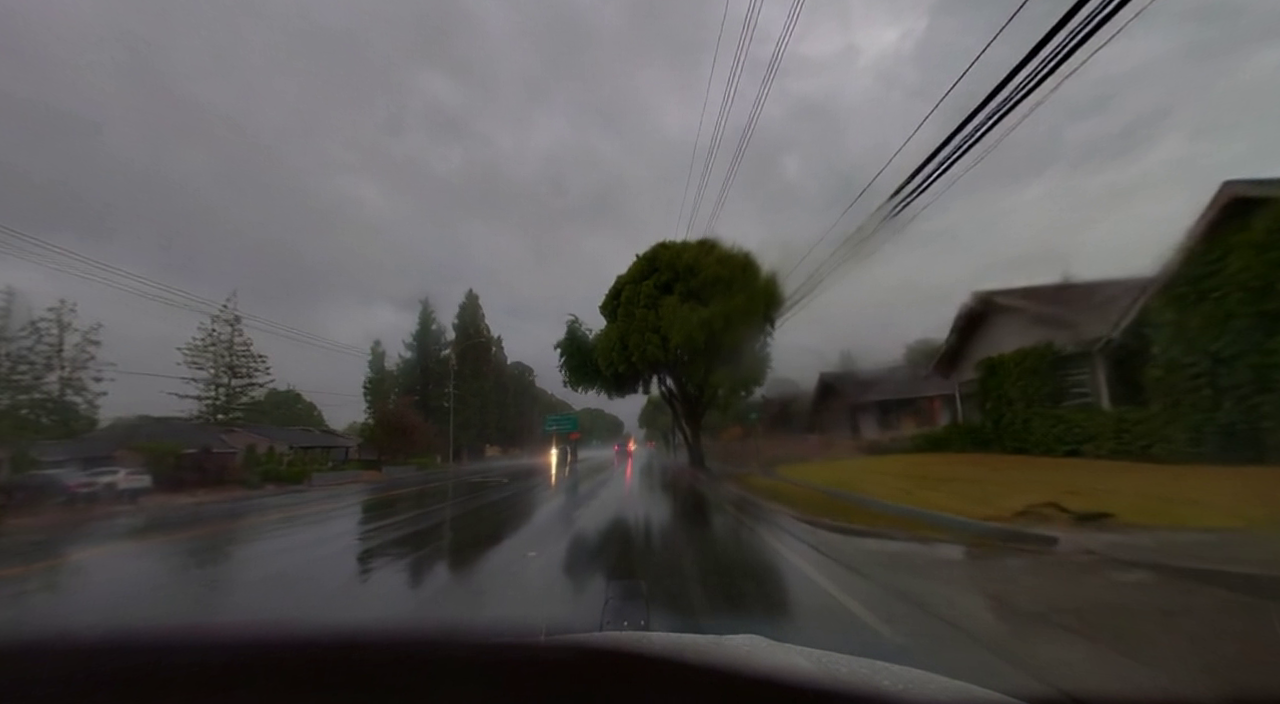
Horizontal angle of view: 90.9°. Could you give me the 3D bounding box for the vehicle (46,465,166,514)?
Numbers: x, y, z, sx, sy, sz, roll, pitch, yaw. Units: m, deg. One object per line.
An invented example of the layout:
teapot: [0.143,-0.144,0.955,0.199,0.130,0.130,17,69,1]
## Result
vehicle: [-22.391,5.719,26.706,1.891,1.703,4.976,3,-9,-16]

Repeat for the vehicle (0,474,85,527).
vehicle: [-21.187,4.916,20.925,1.854,1.504,4.436,1,-9,-7]
